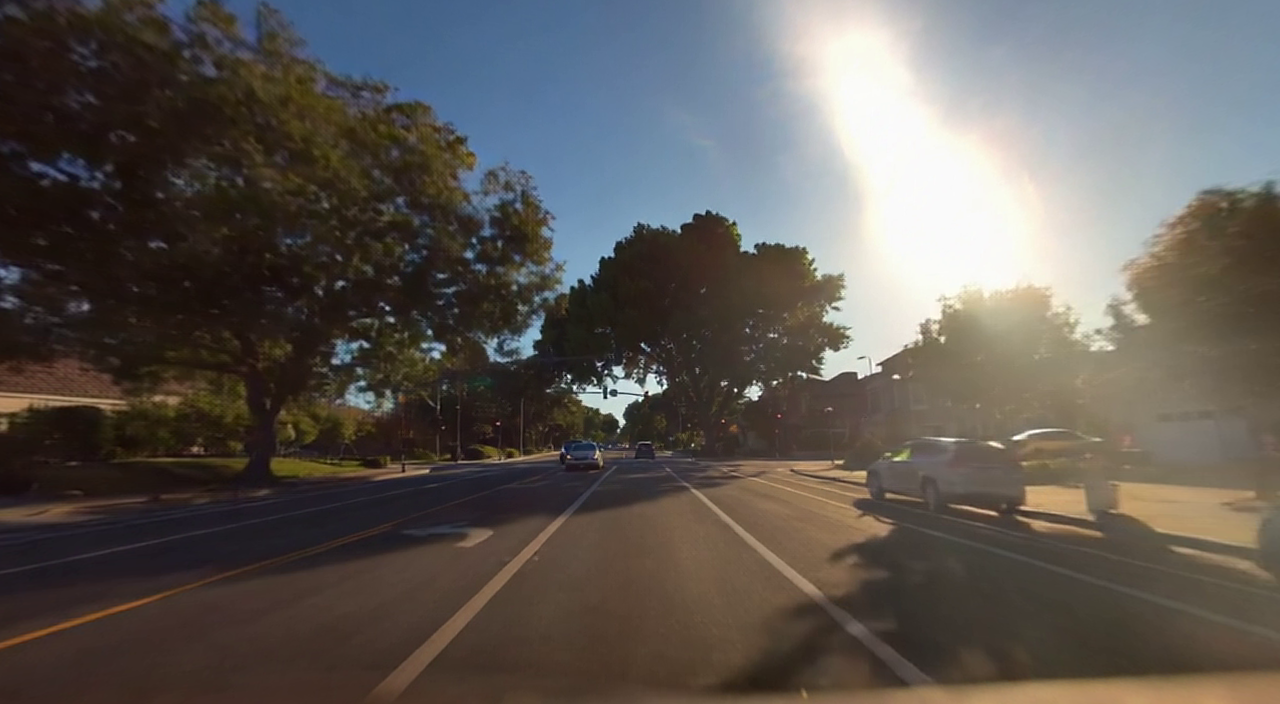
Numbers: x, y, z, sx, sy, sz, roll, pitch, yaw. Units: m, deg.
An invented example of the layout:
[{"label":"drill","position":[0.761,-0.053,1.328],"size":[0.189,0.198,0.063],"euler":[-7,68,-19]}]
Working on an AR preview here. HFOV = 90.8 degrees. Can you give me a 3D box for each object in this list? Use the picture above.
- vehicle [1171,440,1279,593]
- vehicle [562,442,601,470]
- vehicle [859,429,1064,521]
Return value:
[{"label":"vehicle","position":[7.193,1.423,4.958],"size":[1.922,1.473,4.738],"euler":[0,-8,0]},{"label":"vehicle","position":[-3.315,6.004,36.636],"size":[1.915,1.553,3.846],"euler":[0,-8,0]},{"label":"vehicle","position":[7.232,2.794,15.028],"size":[2.132,1.793,5.003],"euler":[0,-8,-1]}]
